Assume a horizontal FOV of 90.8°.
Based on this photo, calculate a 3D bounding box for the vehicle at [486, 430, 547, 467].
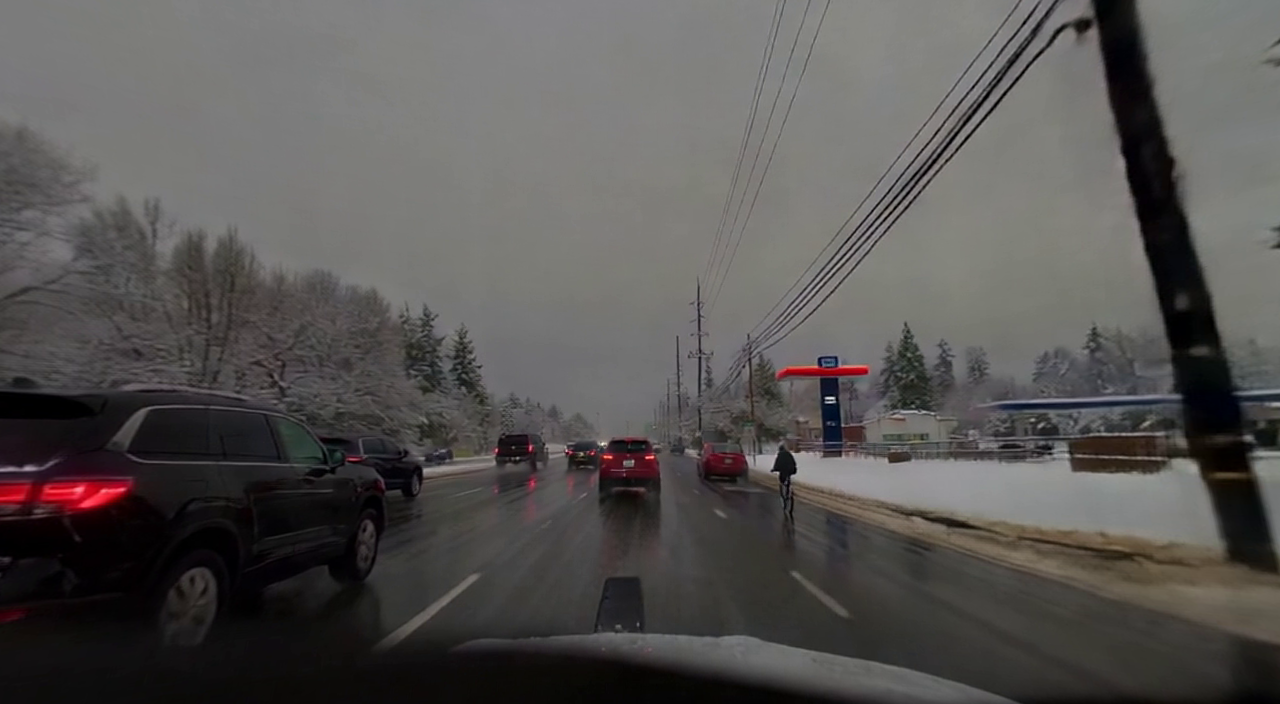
[{"bbox_3d":[-6.787,5.368,35.421,2.385,1.918,5.056,0,-8,0],"label":"vehicle"}]

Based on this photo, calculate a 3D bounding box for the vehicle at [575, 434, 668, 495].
[{"bbox_3d":[-0.441,2.945,16.958,2.189,1.437,4.135,0,-8,0],"label":"vehicle"}]

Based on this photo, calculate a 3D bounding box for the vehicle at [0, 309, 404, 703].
[{"bbox_3d":[-3.333,0.898,3.941,1.922,1.642,4.547,0,-8,0],"label":"vehicle"}]

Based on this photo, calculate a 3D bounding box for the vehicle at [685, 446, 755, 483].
[{"bbox_3d":[3.024,4.350,24.783,2.065,1.302,4.416,0,-8,-1],"label":"vehicle"}]
